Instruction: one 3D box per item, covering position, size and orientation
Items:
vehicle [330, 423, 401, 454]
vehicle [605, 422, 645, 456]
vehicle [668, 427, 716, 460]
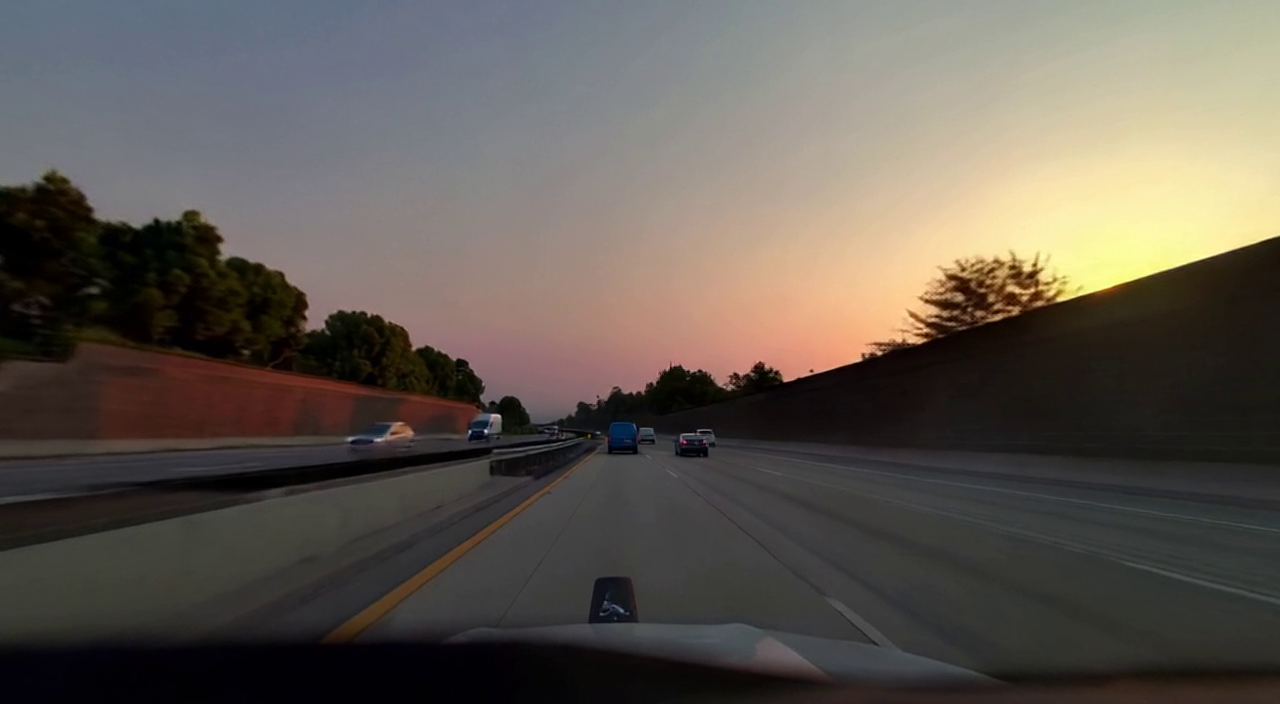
[{"bbox_3d":[-14.220,4.501,32.977,1.845,1.509,4.226,0,-8,0],"label":"vehicle"},{"bbox_3d":[-0.943,5.454,39.692,2.403,1.994,4.683,0,-8,-1],"label":"vehicle"},{"bbox_3d":[2.647,4.745,32.741,1.996,1.589,3.715,0,-8,-3],"label":"vehicle"}]
